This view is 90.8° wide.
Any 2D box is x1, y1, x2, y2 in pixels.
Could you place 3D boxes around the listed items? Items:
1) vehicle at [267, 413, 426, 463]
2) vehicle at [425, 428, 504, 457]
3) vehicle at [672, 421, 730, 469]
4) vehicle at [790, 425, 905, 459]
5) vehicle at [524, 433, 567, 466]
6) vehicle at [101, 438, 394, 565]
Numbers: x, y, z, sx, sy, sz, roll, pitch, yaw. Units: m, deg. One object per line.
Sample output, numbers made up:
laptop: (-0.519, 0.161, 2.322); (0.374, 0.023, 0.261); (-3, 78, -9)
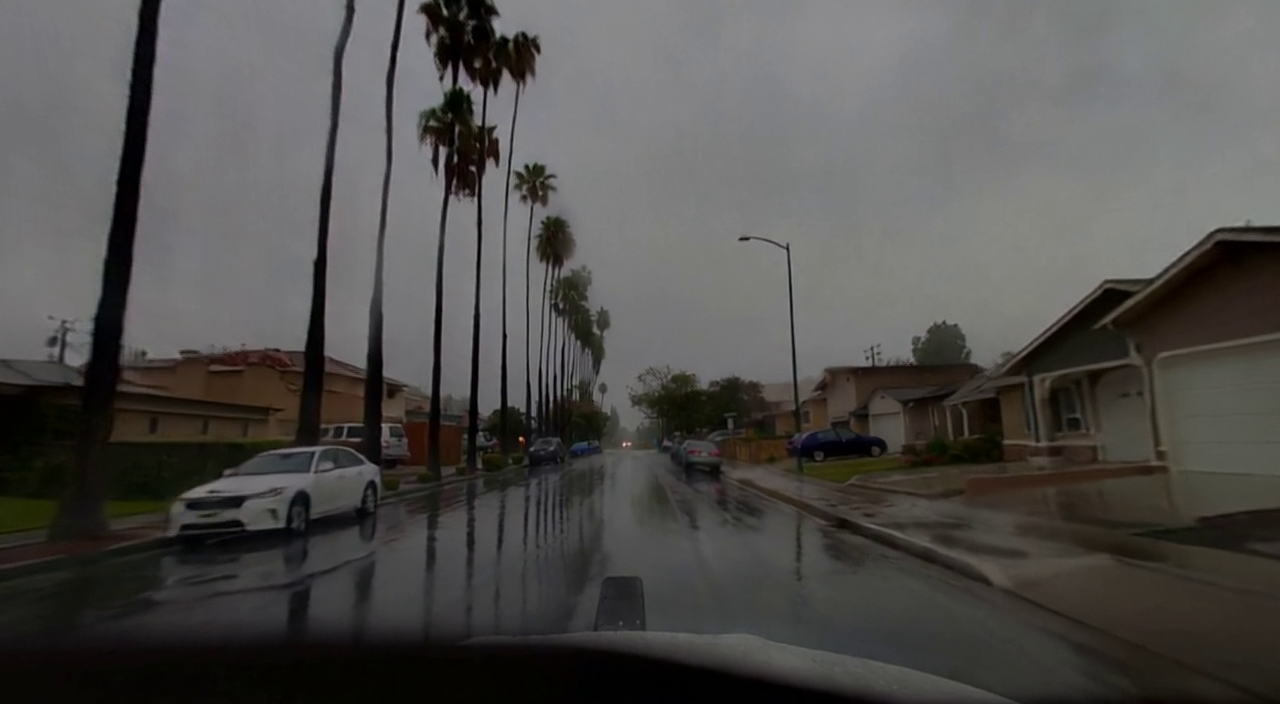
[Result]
vehicle: (-11.936, 3.555, 26.054); (5.340, 1.948, 2.398); (0, -8, 0)
vehicle: (-12.336, 6.422, 44.684); (4.991, 1.947, 2.329); (0, -8, -3)
vehicle: (2.777, 4.437, 30.207); (2.184, 2.038, 6.212); (0, -8, 1)
vehicle: (9.465, 4.152, 29.086); (4.643, 1.520, 1.826); (0, -8, 1)
vehicle: (-5.739, 5.950, 39.001); (2.147, 1.823, 4.725); (0, -7, -2)
vehicle: (-5.730, 2.149, 10.103); (1.949, 1.511, 4.466); (0, -7, -2)
